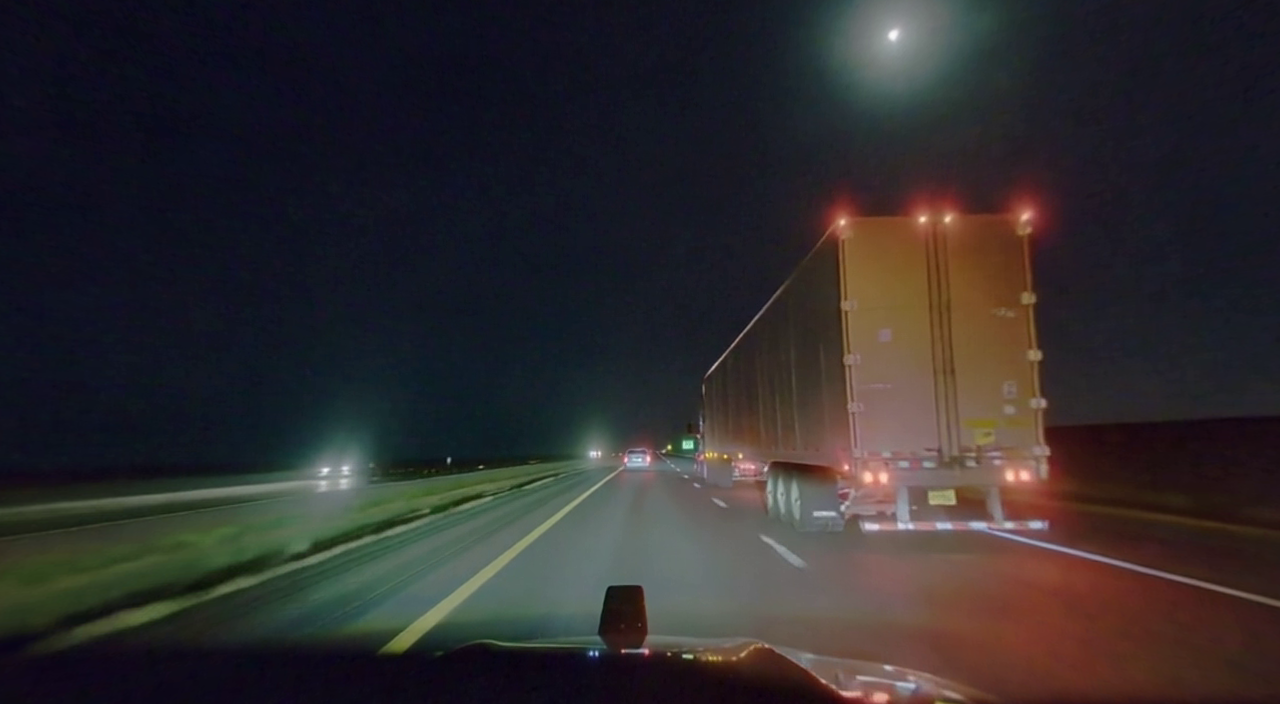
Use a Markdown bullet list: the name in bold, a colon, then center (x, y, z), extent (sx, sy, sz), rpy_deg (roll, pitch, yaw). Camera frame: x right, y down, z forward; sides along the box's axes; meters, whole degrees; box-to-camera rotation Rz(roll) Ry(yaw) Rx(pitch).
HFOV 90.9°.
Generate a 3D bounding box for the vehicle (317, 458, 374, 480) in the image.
- **vehicle**: center (-21.486, 8.514, 46.211), extent (1.835, 1.429, 4.711), rpy_deg (-1, -9, 1)

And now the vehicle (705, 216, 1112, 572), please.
- **vehicle**: center (3.857, 1.591, 15.254), extent (2.929, 4.158, 15.921), rpy_deg (0, -9, 0)

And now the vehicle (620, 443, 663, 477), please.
- **vehicle**: center (0.102, 5.306, 31.180), extent (1.968, 1.515, 4.025), rpy_deg (0, -9, 1)
